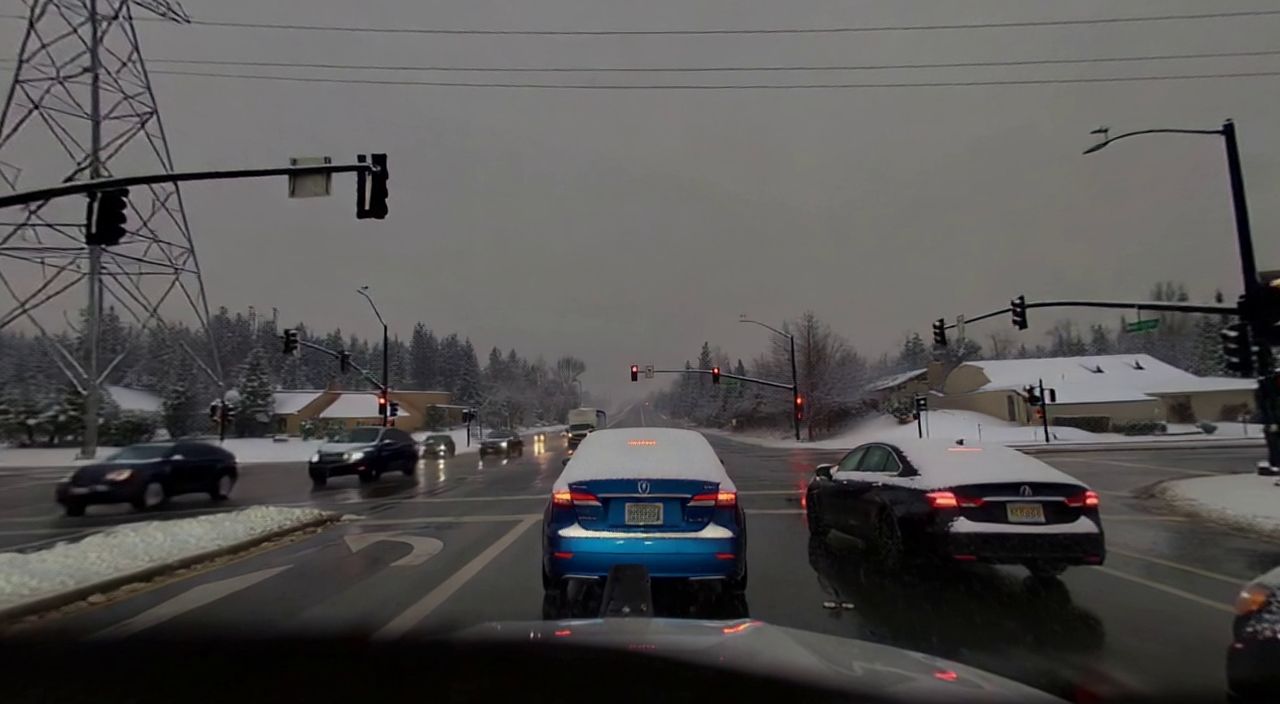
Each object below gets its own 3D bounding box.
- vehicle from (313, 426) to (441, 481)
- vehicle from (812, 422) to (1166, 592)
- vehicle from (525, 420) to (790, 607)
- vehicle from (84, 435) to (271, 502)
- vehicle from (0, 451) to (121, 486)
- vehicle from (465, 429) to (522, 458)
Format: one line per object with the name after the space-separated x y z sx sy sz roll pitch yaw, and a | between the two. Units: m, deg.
-9.772 3.855 24.103 2.161 1.818 5.672 -1 -8 3 | vehicle
3.667 1.679 7.715 1.835 1.473 4.190 0 -8 -1 | vehicle
0.126 1.593 7.126 2.117 1.474 4.036 0 -8 0 | vehicle
-13.474 3.393 18.850 1.939 1.727 4.695 0 -8 1 | vehicle
-25.881 5.114 27.785 4.263 1.464 1.895 0 -8 -1 | vehicle
-9.405 5.945 40.995 2.239 1.719 4.948 -1 -8 4 | vehicle
